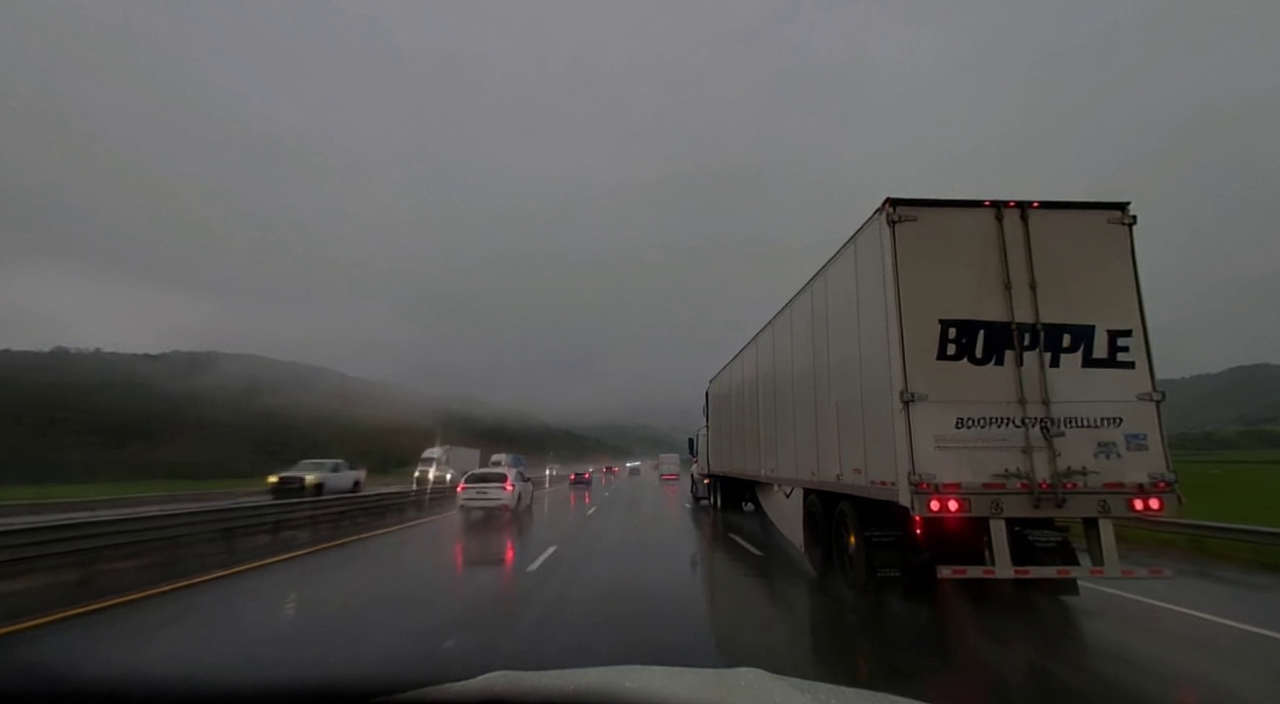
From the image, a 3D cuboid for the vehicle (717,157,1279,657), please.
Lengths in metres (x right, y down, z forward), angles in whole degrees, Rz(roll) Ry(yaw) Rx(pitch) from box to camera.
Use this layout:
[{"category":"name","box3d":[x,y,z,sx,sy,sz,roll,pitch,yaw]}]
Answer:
[{"category":"vehicle","box3d":[3.841,1.604,12.052,2.839,4.062,14.051,1,-11,-1]}]

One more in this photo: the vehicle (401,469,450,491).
[{"category":"vehicle","box3d":[-15.576,9.282,45.967,1.995,1.485,4.370,1,-11,0]}]

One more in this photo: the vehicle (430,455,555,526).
[{"category":"vehicle","box3d":[-3.672,3.608,16.756,2.088,1.566,4.853,1,-11,1]}]

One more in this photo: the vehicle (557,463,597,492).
[{"category":"vehicle","box3d":[-3.878,7.835,39.373,2.063,1.671,4.197,1,-11,0]}]

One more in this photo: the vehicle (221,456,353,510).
[{"category":"vehicle","box3d":[-11.431,4.278,20.808,1.896,1.559,4.095,1,-11,1]}]
